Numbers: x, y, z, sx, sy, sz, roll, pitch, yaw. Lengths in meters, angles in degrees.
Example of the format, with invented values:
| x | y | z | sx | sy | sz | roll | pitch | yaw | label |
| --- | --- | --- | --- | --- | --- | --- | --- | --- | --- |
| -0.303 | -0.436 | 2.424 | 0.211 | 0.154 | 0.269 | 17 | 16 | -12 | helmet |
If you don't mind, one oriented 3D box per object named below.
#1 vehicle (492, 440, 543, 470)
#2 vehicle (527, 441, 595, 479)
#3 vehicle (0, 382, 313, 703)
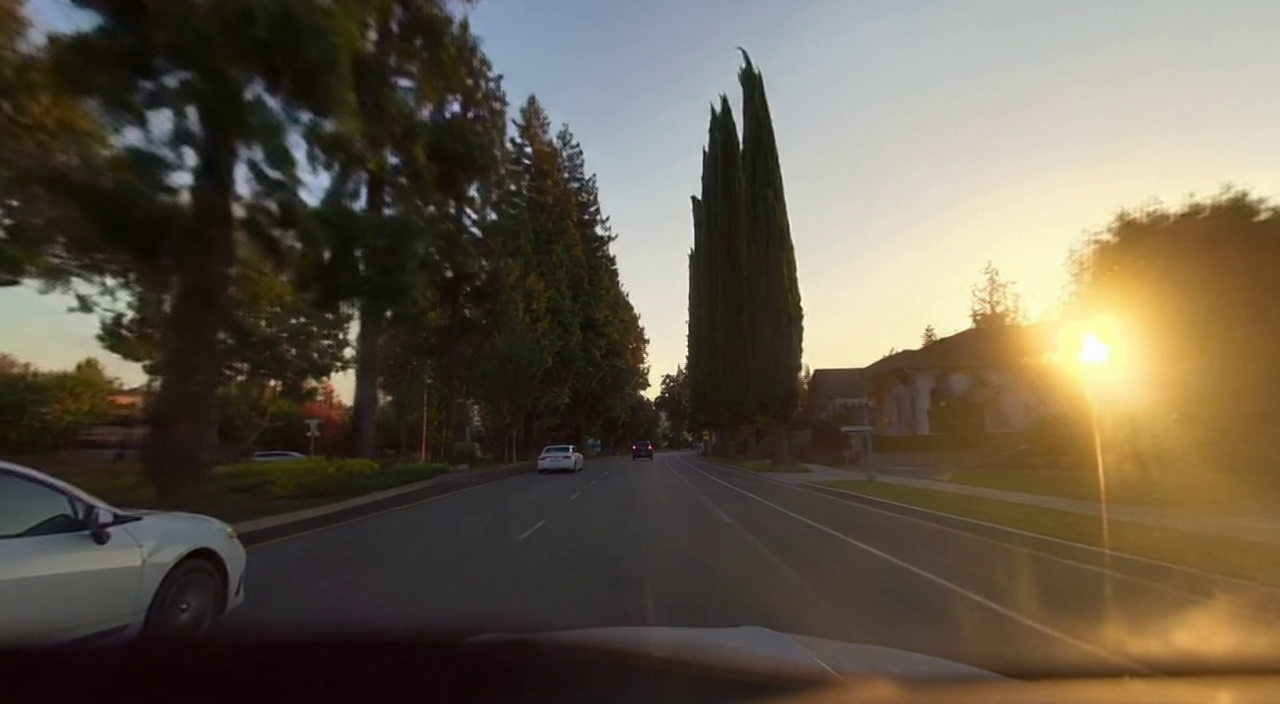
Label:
| x | y | z | sx | sy | sz | roll | pitch | yaw | label |
| --- | --- | --- | --- | --- | --- | --- | --- | --- | --- |
| -6.860 | 5.822 | 35.814 | 2.110 | 1.529 | 4.743 | 0 | -8 | -2 | vehicle |
| -3.321 | 4.646 | 27.488 | 2.188 | 1.473 | 4.651 | 0 | -8 | 2 | vehicle |
| -3.968 | 0.923 | 2.868 | 2.190 | 1.545 | 4.943 | 0 | -8 | 2 | vehicle |
